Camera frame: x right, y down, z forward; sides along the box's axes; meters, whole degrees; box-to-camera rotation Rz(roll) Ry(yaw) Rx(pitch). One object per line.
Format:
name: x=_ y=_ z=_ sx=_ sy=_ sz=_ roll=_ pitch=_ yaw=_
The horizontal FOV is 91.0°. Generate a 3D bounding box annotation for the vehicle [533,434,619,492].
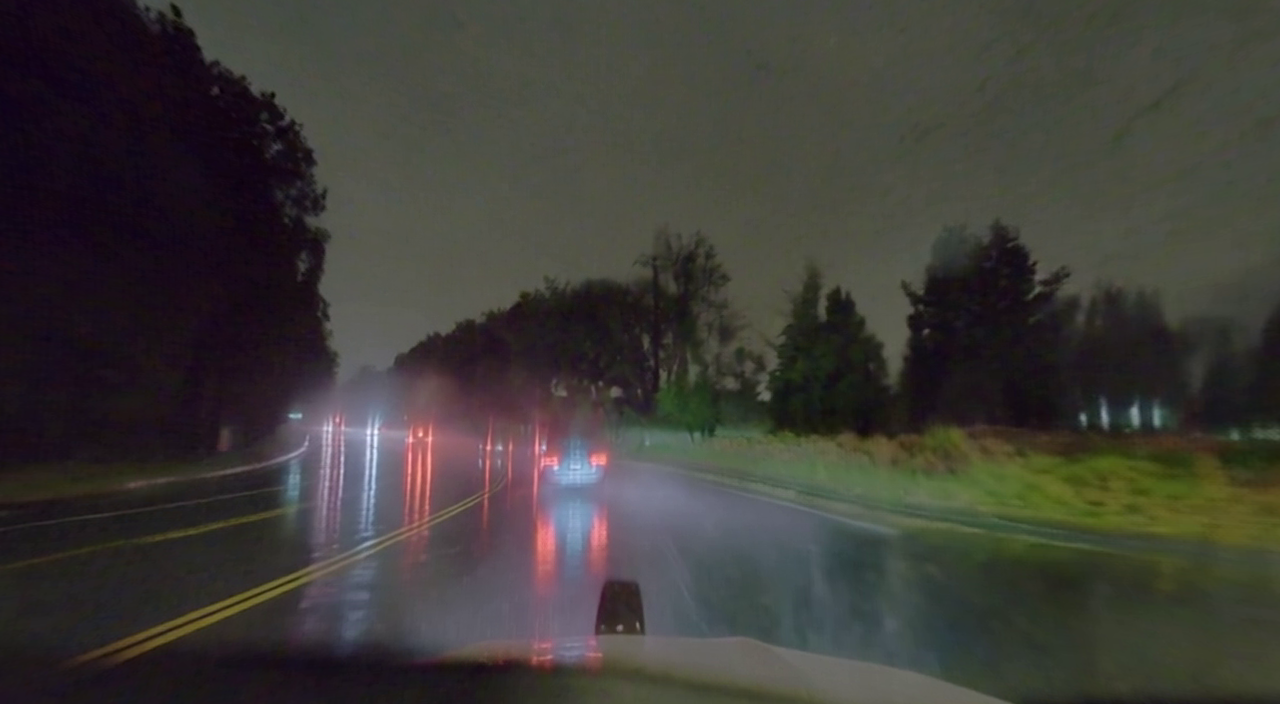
vehicle: x=-2.026 y=3.282 z=19.009 sx=2.296 sy=1.510 sz=4.068 roll=1 pitch=-8 yaw=-9

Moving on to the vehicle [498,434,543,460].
vehicle: x=-7.388 y=5.825 z=38.684 sx=2.080 sy=1.530 sz=3.719 roll=3 pitch=-9 yaw=-20
